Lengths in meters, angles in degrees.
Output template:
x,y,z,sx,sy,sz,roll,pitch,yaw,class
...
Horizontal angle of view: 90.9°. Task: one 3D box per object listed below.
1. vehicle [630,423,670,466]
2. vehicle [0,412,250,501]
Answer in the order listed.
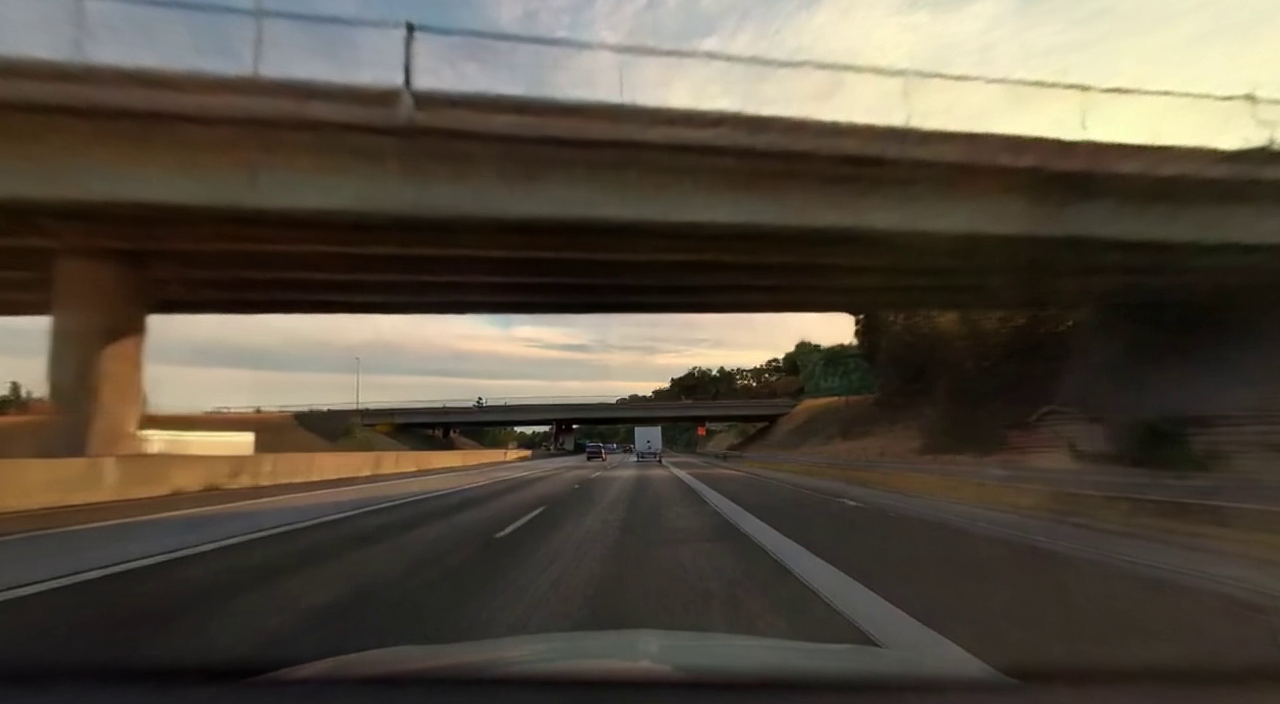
x,y,z,sx,sy,sz,roll,pitch,yaw,class
0.658,7.226,49.132,2.790,3.075,7.414,0,-9,-2,vehicle
-24.443,4.876,29.810,2.955,3.191,14.095,0,-9,1,vehicle
